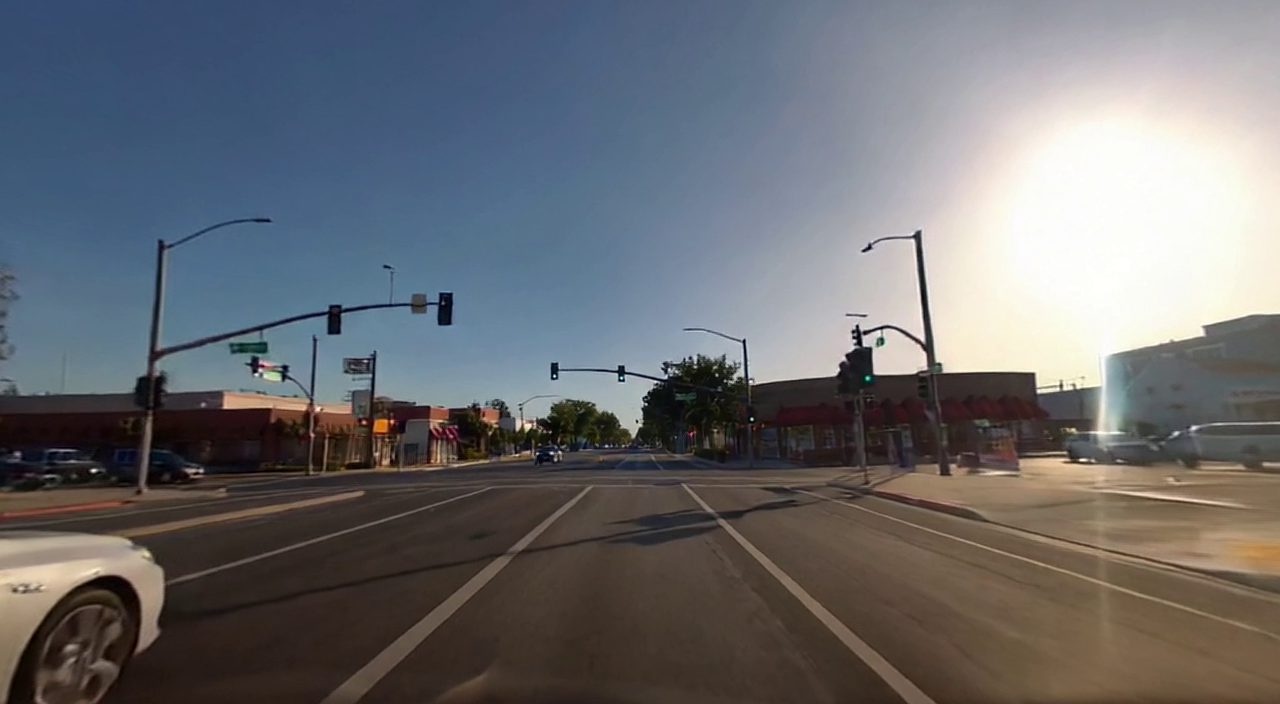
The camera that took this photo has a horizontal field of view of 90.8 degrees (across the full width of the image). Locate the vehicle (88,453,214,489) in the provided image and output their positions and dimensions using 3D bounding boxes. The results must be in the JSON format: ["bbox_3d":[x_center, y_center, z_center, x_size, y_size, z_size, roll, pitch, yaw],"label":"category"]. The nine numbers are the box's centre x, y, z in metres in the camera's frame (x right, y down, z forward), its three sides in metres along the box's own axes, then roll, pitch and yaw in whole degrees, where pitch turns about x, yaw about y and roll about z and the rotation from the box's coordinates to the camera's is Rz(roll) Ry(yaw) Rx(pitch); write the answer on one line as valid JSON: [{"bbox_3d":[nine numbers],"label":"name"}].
[{"bbox_3d":[-25.161,6.118,32.638,4.727,1.719,2.095,-1,-9,1],"label":"vehicle"}]

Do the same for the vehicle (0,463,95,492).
[{"bbox_3d":[-34.457,7.237,36.340,4.741,1.416,1.803,-4,-12,5],"label":"vehicle"}]

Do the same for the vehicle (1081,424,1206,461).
[{"bbox_3d":[22.621,4.101,28.496,4.022,1.579,1.826,-1,-8,1],"label":"vehicle"}]

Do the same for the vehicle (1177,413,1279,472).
[{"bbox_3d":[18.707,2.644,18.458,1.879,1.643,4.484,0,-8,-3],"label":"vehicle"}]
